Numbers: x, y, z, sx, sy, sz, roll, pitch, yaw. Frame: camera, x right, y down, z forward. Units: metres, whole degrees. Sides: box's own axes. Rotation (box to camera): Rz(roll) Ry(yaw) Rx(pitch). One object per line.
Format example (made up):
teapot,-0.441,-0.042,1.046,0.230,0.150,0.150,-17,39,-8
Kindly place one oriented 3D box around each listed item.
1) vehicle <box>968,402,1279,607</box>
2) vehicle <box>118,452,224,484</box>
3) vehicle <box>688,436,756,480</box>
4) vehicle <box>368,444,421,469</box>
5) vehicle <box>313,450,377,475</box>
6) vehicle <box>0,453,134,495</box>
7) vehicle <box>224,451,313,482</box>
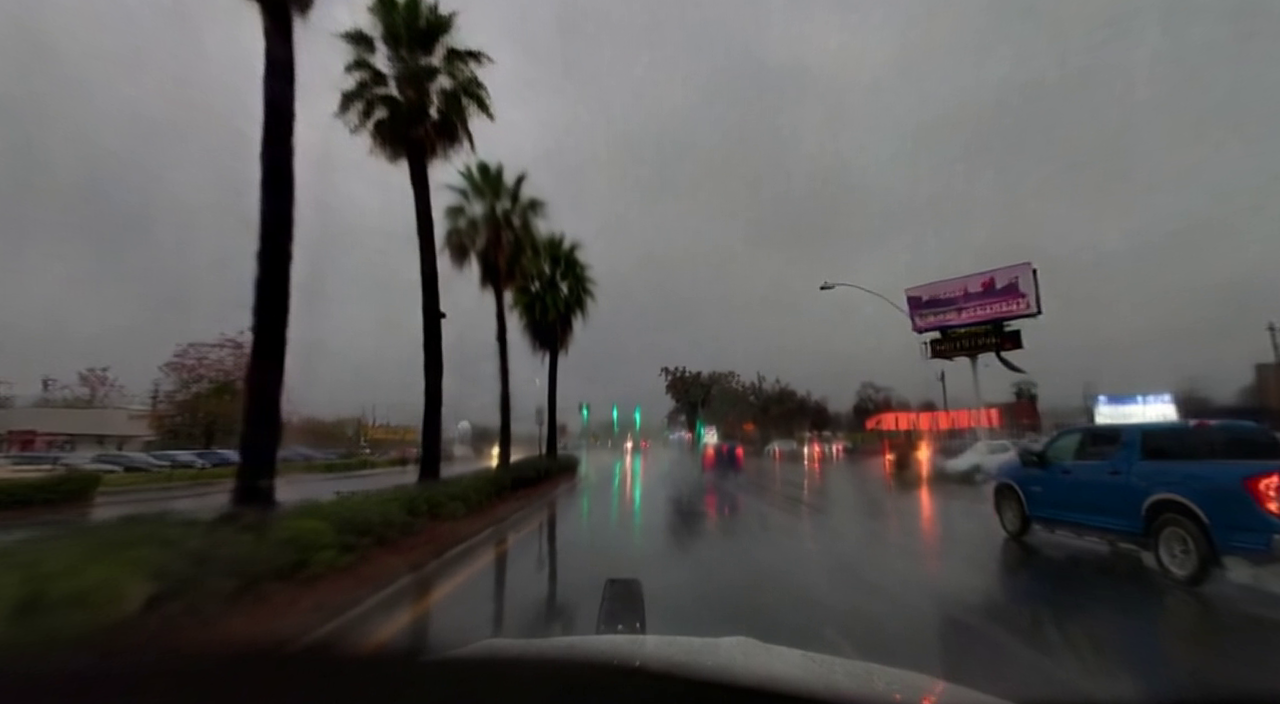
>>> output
vehicle,6.124,1.490,6.895,2.140,1.606,5.437,0,-8,0
vehicle,-24.429,6.028,33.182,1.899,1.499,4.911,0,-9,-1
vehicle,3.092,4.084,24.632,1.889,1.541,4.303,0,-8,-2
vehicle,-19.295,8.203,49.948,2.066,1.825,5.291,0,-8,0
vehicle,-19.564,7.291,42.120,1.871,1.519,5.002,0,-8,0
vehicle,-24.299,5.080,26.781,1.843,1.548,4.645,0,-9,-1
vehicle,-19.470,6.002,33.385,1.900,1.481,4.684,0,-8,0
